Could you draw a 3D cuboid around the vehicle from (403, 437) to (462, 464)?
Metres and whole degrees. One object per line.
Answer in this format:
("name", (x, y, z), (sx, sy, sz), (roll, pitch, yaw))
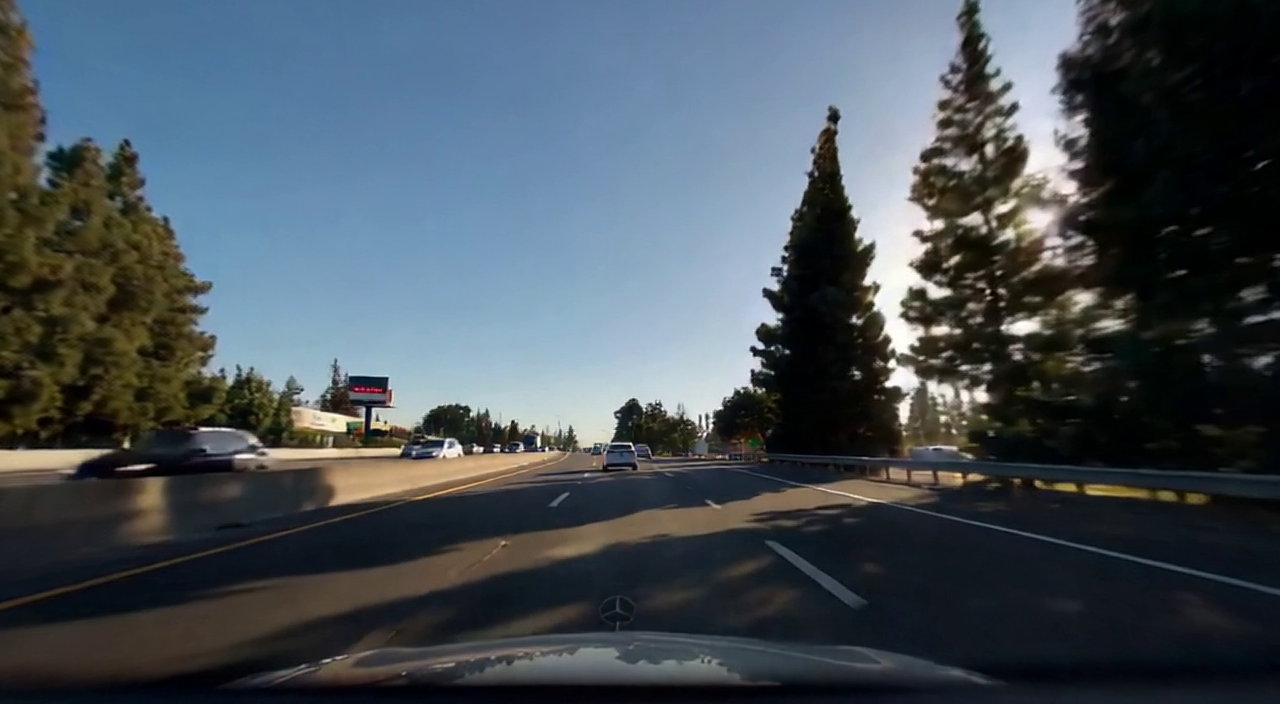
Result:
("vehicle", (-12.385, 5.943, 38.095), (2.059, 1.520, 4.674), (0, -9, -1))

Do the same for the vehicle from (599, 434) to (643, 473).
("vehicle", (-1.045, 5.325, 33.193), (2.155, 1.856, 4.796), (0, -9, -3))

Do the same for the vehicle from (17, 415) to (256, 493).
("vehicle", (-11.692, 2.425, 15.217), (2.126, 1.572, 4.415), (0, -9, -1))
